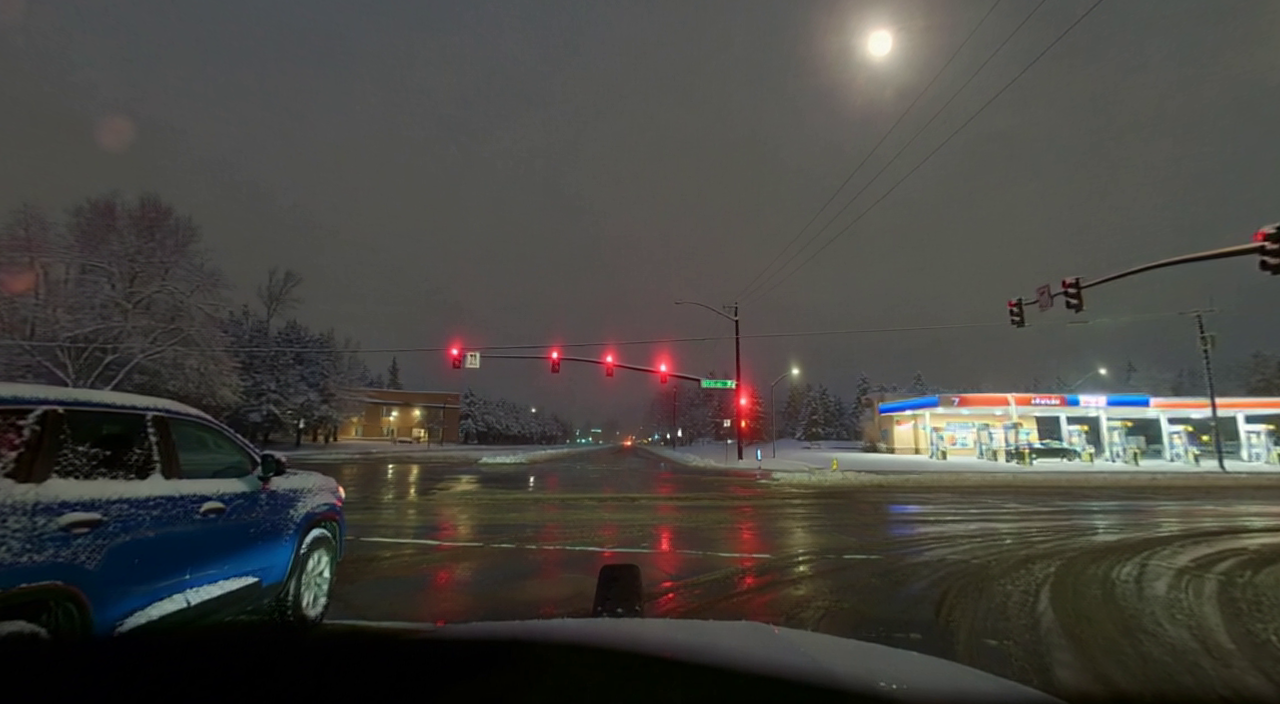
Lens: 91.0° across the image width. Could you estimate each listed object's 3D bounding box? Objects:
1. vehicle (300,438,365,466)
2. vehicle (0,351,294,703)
[{"bbox_3d":[-20.472,6.674,42.135,2.004,1.699,4.486,0,-9,1],"label":"vehicle"},{"bbox_3d":[-3.423,0.803,2.041,2.053,1.690,4.364,0,-9,1],"label":"vehicle"}]
